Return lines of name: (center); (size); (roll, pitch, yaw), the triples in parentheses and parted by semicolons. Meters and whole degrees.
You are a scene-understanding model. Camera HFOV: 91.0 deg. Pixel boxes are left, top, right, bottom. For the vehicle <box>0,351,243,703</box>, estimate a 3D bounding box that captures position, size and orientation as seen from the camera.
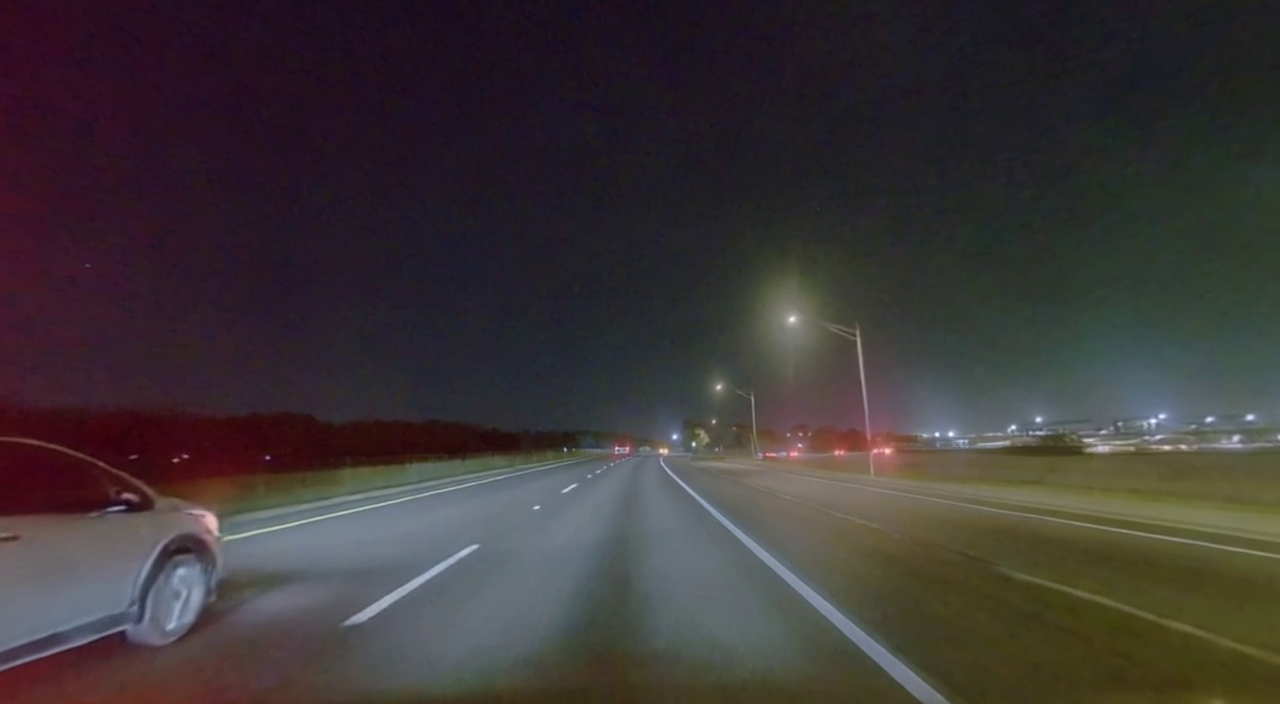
vehicle: (-4.205, 0.793, 2.410); (2.193, 1.771, 4.757); (0, -9, 1)
